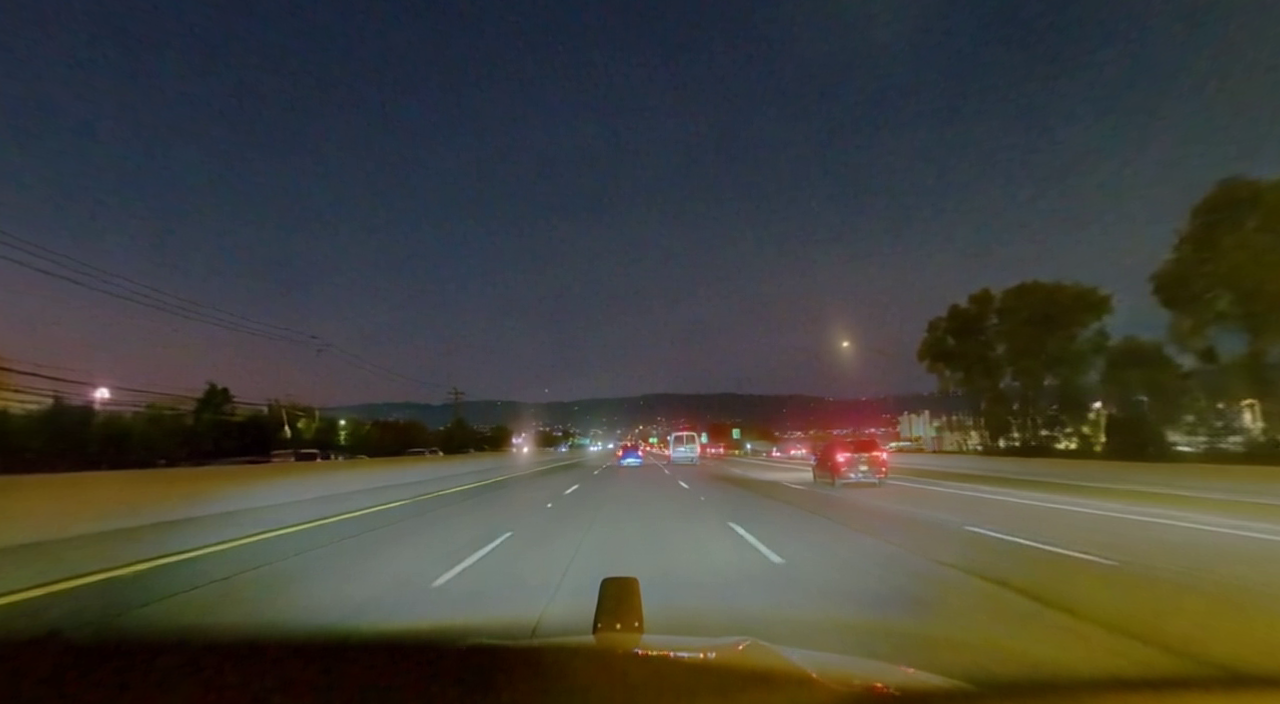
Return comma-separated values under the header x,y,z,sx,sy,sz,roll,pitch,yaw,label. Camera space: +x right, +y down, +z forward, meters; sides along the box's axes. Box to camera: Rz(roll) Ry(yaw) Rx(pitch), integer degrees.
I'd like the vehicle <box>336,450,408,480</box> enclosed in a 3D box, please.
x,y,z,sx,sy,sz,roll,pitch,yaw,label
-14.093,5.968,33.540,1.894,1.454,4.454,0,-9,0,vehicle

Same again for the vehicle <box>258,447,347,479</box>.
x,y,z,sx,sy,sz,roll,pitch,yaw,label
-21.617,7.115,40.880,2.345,1.875,6.106,0,-9,0,vehicle

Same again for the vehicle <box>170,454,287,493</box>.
x,y,z,sx,sy,sz,roll,pitch,yaw,label
-17.439,5.121,27.085,1.903,1.482,4.623,0,-9,0,vehicle

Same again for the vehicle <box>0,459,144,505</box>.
x,y,z,sx,sy,sz,roll,pitch,yaw,label
-21.402,4.810,23.738,1.846,1.479,4.524,0,-9,-1,vehicle

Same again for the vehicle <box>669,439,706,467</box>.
x,y,z,sx,sy,sz,roll,pitch,yaw,label
3.210,6.931,43.510,2.036,1.796,4.470,0,-9,-2,vehicle

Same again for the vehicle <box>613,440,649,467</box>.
x,y,z,sx,sy,sz,roll,pitch,yaw,label
-0.594,6.896,42.890,2.325,1.712,4.592,0,-9,-1,vehicle
